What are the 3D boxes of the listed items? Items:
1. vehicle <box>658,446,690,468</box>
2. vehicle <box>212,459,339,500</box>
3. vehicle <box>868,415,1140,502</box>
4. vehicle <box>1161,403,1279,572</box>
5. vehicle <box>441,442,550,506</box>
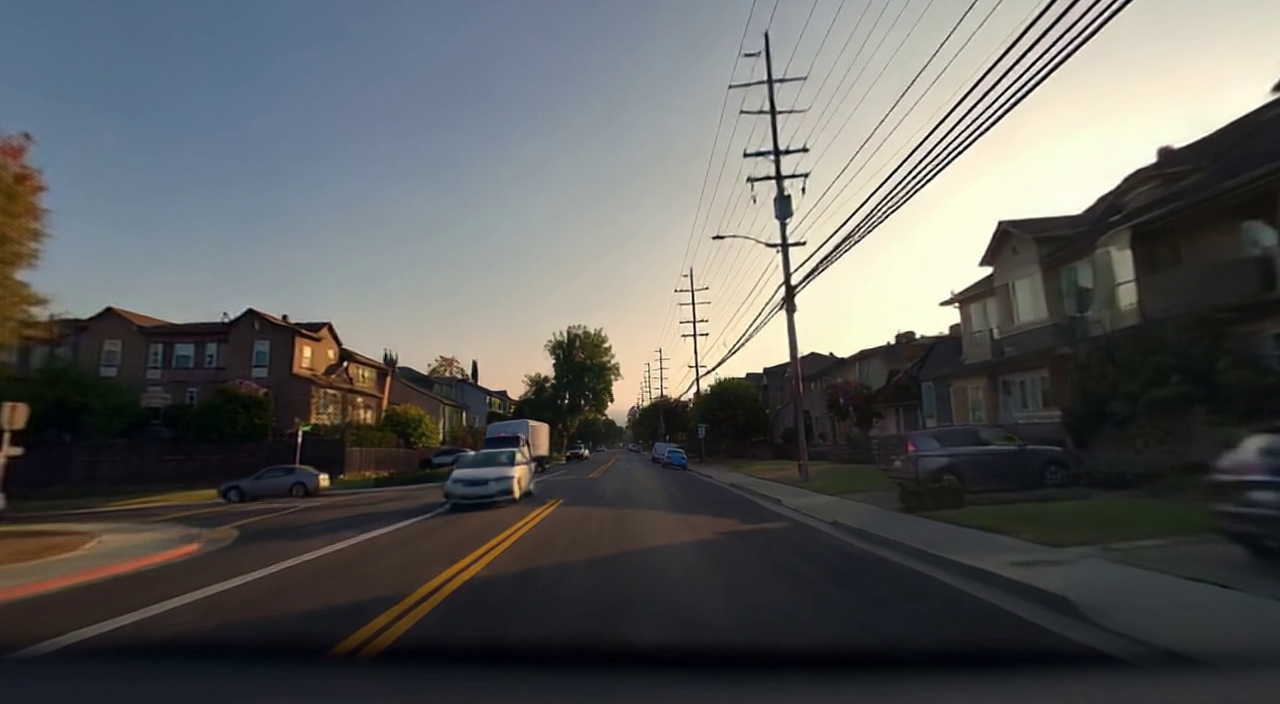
[{"bbox_3d":[2.339,7.441,44.837,1.890,1.463,4.952,0,-9,-2],"label":"vehicle"},{"bbox_3d":[-15.443,5.400,26.961,4.204,1.626,1.874,1,-9,-6],"label":"vehicle"},{"bbox_3d":[8.025,2.394,14.348,4.836,1.806,2.121,0,-9,-1],"label":"vehicle"},{"bbox_3d":[8.084,1.288,6.133,4.270,1.557,1.967,0,-9,-1],"label":"vehicle"},{"bbox_3d":[-3.706,3.196,17.048,1.912,1.491,4.375,0,-9,0],"label":"vehicle"}]
